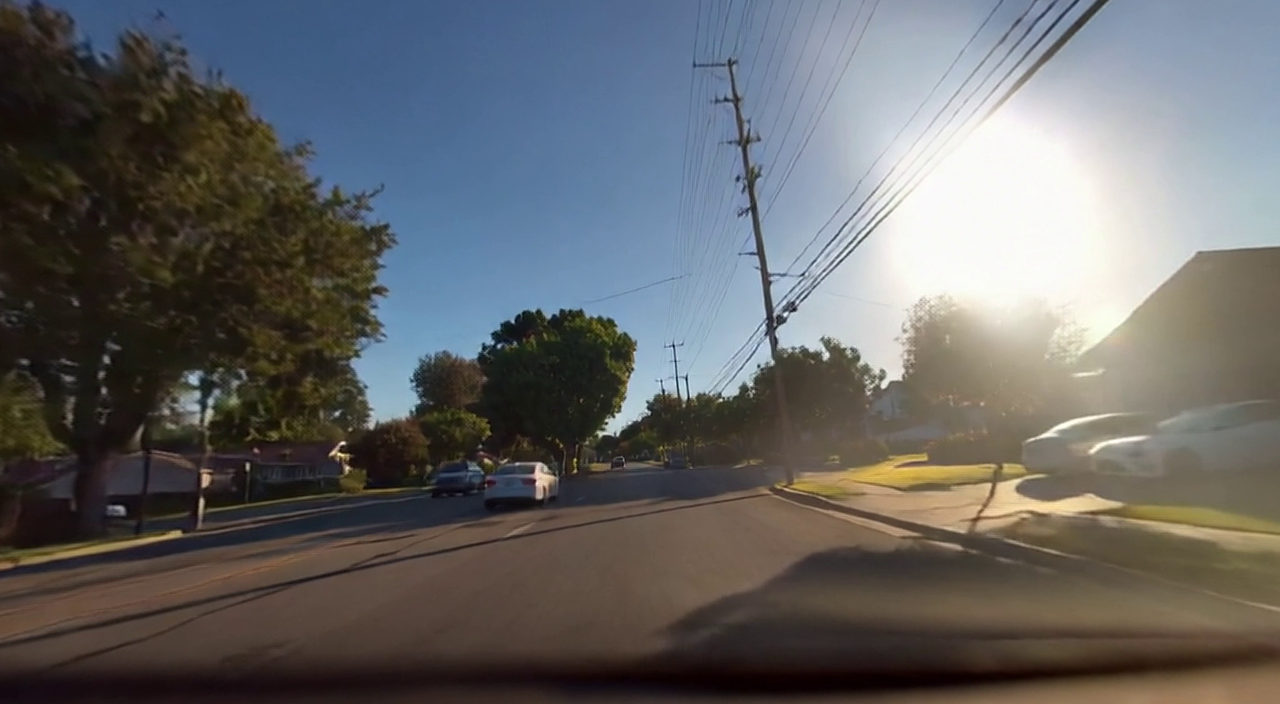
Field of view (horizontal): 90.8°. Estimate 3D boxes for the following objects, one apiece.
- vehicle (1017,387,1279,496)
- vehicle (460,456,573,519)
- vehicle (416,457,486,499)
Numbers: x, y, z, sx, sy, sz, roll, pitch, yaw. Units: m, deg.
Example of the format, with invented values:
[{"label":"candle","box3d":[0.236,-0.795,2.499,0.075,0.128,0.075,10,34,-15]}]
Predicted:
[{"label":"vehicle","box3d":[10.452,1.945,13.164,2.121,1.799,5.124,0,-10,2]},{"label":"vehicle","box3d":[-3.213,3.658,17.513,2.041,1.471,4.602,0,-10,2]},{"label":"vehicle","box3d":[-9.834,6.602,33.436,2.115,1.978,5.647,1,-10,-2]}]
